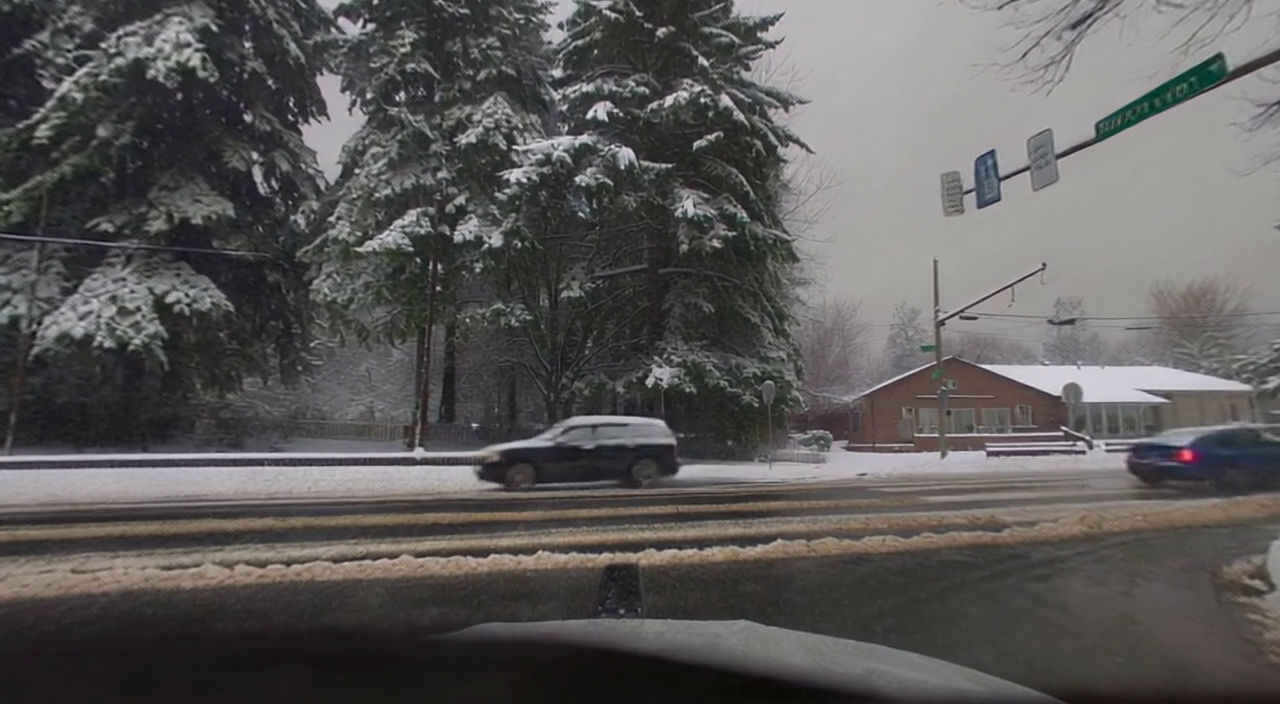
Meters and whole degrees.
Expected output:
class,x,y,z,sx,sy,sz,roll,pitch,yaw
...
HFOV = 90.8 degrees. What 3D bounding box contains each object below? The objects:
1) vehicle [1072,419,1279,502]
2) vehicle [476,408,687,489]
class,x,y,z,sx,sy,sz,roll,pitch,yaw
vehicle,11.170,2.067,12.299,4.517,1.419,1.836,2,-9,-12
vehicle,-1.503,2.402,15.893,4.882,1.783,2.093,3,-9,-18
